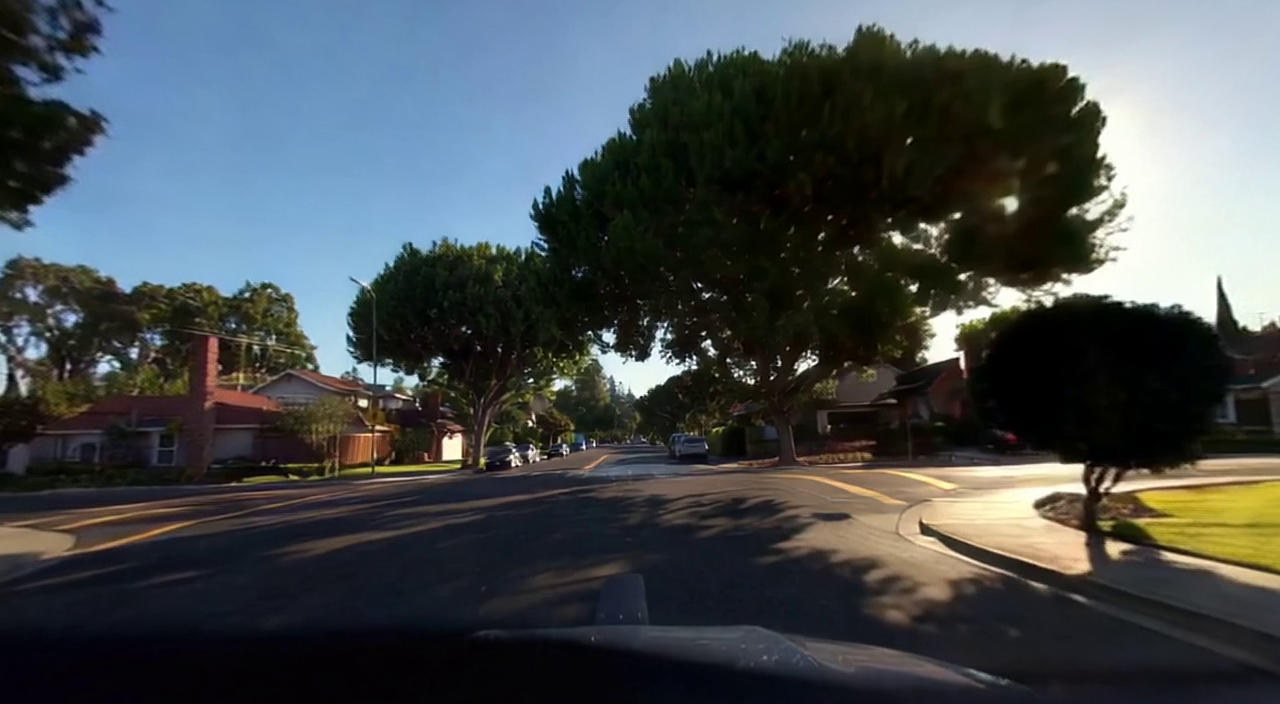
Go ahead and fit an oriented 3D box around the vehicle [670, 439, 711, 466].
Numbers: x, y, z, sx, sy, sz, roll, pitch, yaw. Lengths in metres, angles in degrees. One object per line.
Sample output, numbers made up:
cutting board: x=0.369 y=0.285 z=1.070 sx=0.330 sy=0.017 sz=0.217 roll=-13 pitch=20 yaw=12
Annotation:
vehicle: x=2.919 y=5.928 z=37.335 sx=1.881 sy=1.487 sz=4.183 roll=0 pitch=-8 yaw=-3
